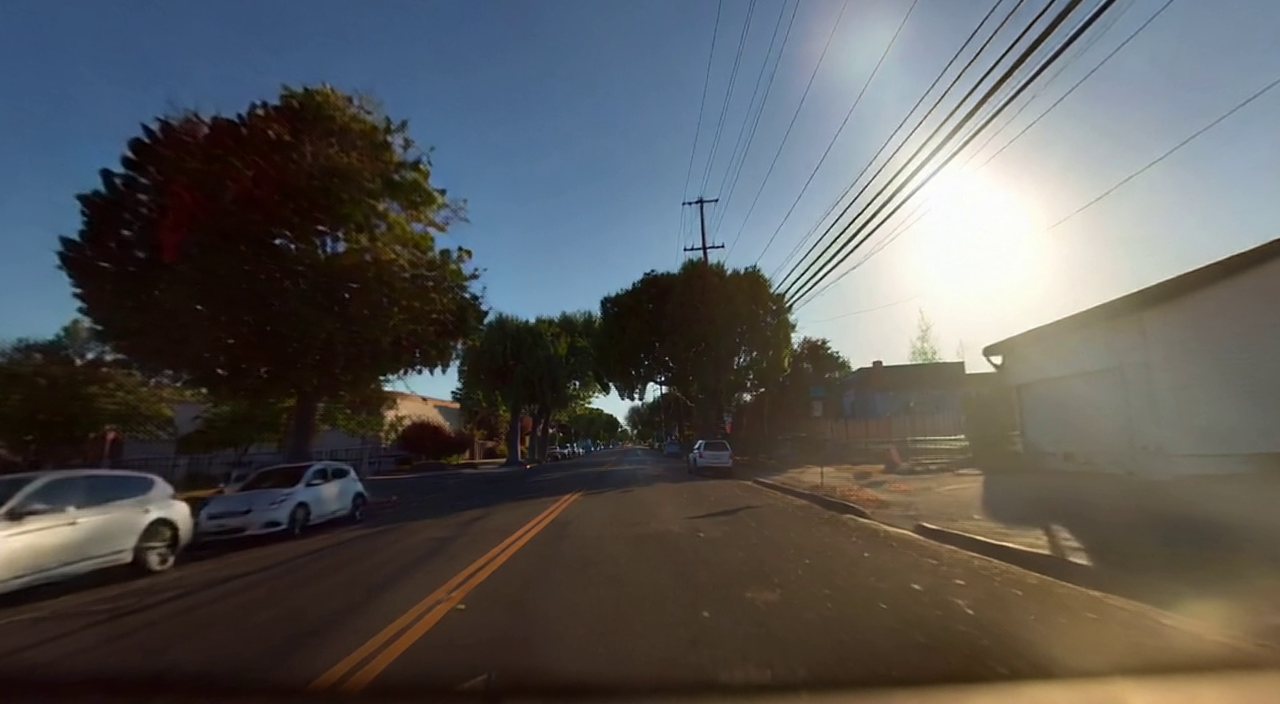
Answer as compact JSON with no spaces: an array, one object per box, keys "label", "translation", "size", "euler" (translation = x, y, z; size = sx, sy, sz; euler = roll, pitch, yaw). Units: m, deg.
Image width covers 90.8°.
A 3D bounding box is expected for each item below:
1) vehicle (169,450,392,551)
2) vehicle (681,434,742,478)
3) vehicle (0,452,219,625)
[{"label":"vehicle","translation":[-6.530,2.690,12.143],"size":[1.804,1.403,4.174],"euler":[-3,-8,1]},{"label":"vehicle","translation":[3.135,4.714,28.893],"size":[2.138,1.820,5.218],"euler":[0,-8,0]},{"label":"vehicle","translation":[-6.569,1.803,6.183],"size":[1.887,1.460,4.444],"euler":[-4,-8,0]}]
